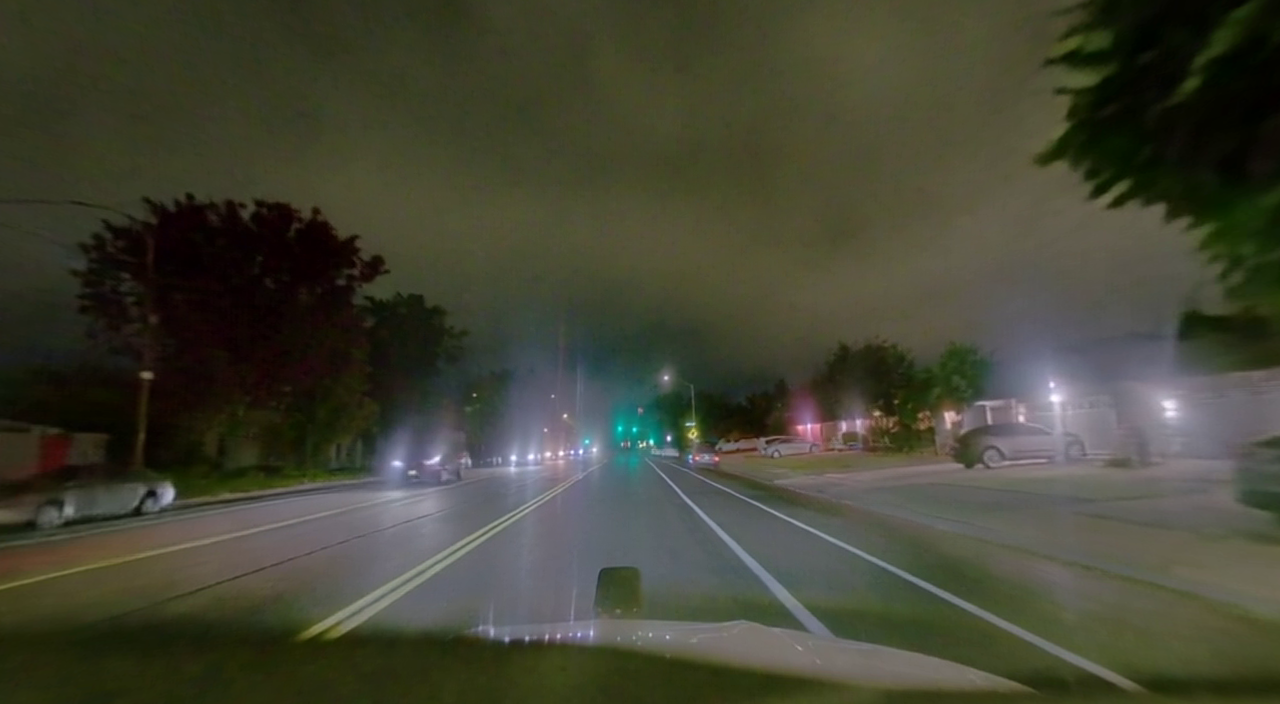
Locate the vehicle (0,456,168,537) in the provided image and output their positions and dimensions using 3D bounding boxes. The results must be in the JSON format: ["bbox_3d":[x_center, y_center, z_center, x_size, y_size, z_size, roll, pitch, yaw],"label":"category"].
[{"bbox_3d":[-13.320,3.144,14.301,1.850,1.472,4.511,0,-8,-1],"label":"vehicle"}]

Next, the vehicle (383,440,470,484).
[{"bbox_3d":[-8.683,4.481,26.149,2.030,1.632,4.520,0,-8,0],"label":"vehicle"}]

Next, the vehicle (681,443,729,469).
[{"bbox_3d":[3.793,6.155,37.578,1.946,1.431,4.695,1,-8,-5],"label":"vehicle"}]

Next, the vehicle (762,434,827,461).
[{"bbox_3d":[10.871,6.714,44.550,3.999,1.599,1.819,-4,-8,0],"label":"vehicle"}]

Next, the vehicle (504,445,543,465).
[{"bbox_3d":[-8.835,7.800,48.185,1.986,1.442,4.602,0,-8,1],"label":"vehicle"}]

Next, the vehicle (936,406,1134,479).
[{"bbox_3d":[11.940,2.772,19.353,4.625,1.711,1.910,-5,-8,0],"label":"vehicle"}]
